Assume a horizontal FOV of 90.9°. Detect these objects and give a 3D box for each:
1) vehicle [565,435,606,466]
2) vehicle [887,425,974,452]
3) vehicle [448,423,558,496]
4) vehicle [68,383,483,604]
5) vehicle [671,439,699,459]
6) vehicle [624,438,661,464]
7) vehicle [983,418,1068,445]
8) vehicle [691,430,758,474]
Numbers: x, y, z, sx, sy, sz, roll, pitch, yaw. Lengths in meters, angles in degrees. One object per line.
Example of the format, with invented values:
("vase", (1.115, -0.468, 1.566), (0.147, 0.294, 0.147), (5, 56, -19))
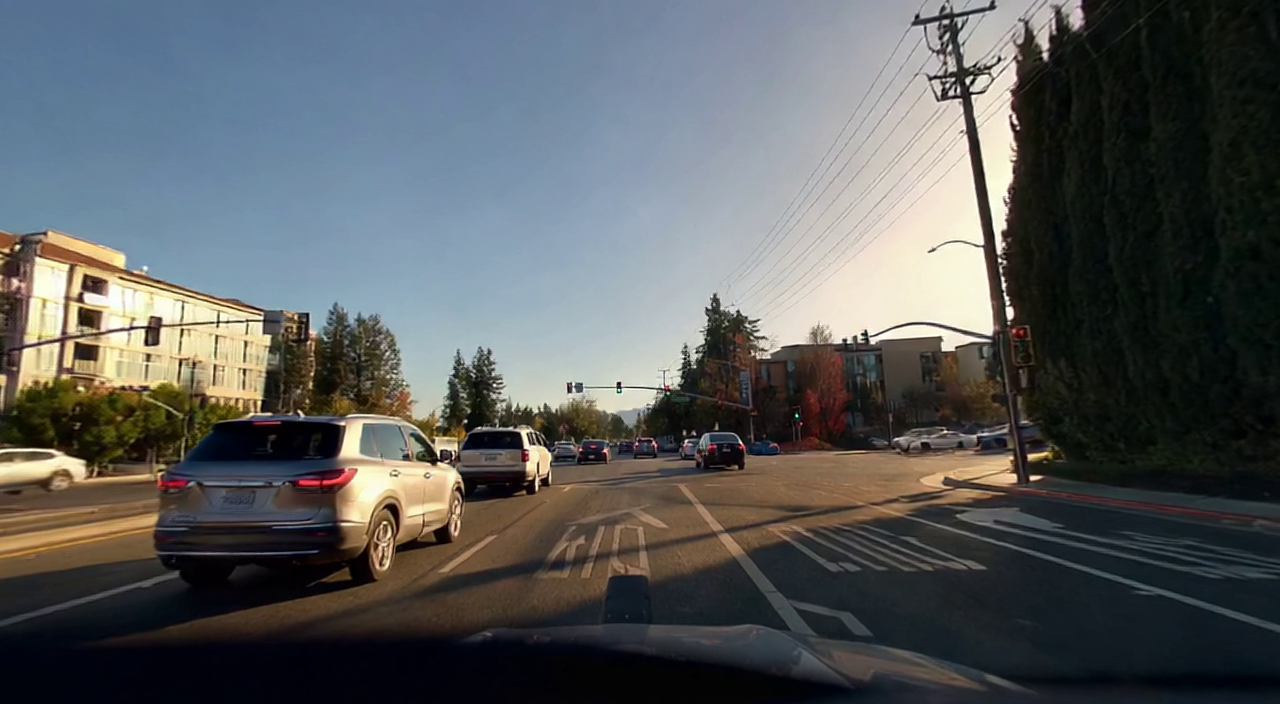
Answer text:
("vehicle", (-3.077, 5.696, 36.633), (1.900, 1.677, 4.128), (0, -8, 2))
("vehicle", (19.807, 5.905, 43.056), (5.033, 1.802, 1.928), (1, -8, -5))
("vehicle", (-3.557, 2.903, 17.308), (1.958, 1.744, 4.315), (0, -8, 1))
("vehicle", (-3.469, 1.447, 7.268), (2.127, 1.754, 4.287), (0, -8, 1))
("vehicle", (3.459, 7.536, 48.966), (1.886, 1.455, 4.227), (0, -8, 0))
("vehicle", (0.170, 6.130, 39.302), (2.185, 1.515, 4.215), (0, -8, 1))
("vehicle", (26.344, 5.475, 43.227), (4.439, 1.748, 2.037), (0, -8, 1))
("vehicle", (3.514, 4.301, 27.238), (2.201, 1.734, 4.564), (0, -8, -1))
